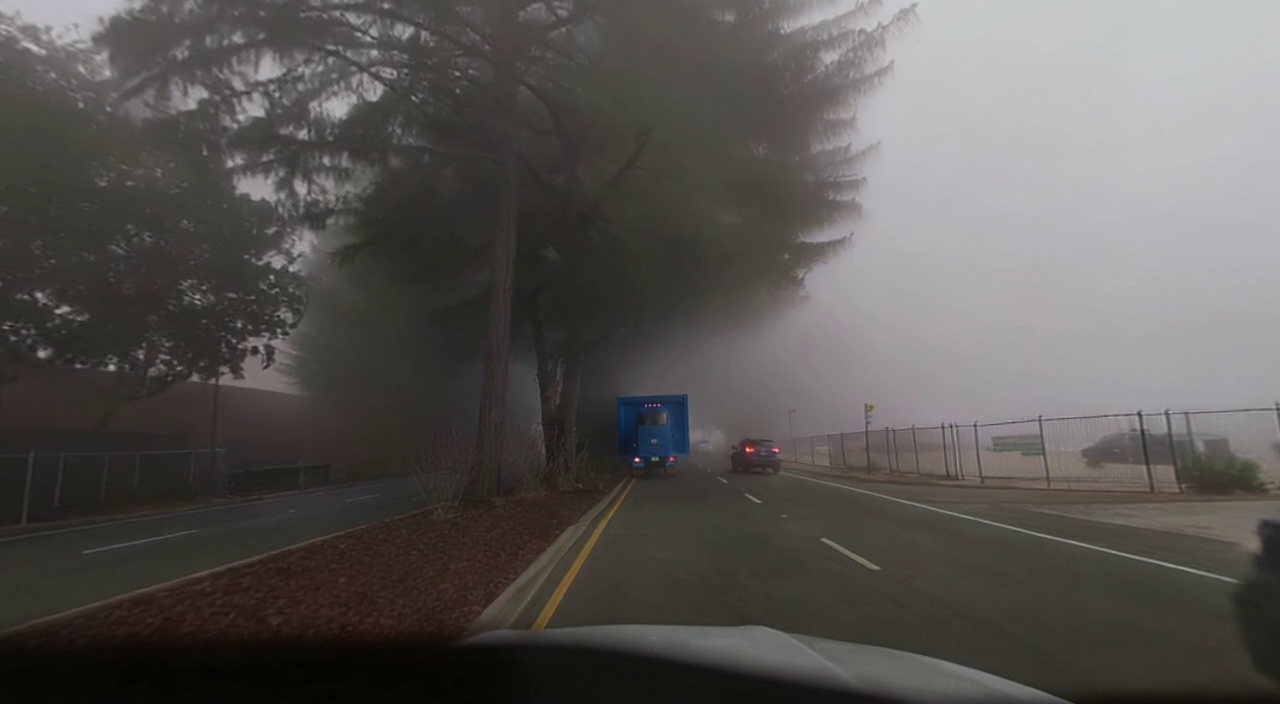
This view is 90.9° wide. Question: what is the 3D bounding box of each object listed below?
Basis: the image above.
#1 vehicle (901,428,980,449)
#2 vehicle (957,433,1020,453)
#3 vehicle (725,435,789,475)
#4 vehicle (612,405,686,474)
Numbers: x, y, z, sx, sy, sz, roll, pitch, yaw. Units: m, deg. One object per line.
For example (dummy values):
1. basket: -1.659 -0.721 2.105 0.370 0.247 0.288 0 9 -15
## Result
1. vehicle: 22.792 6.590 47.985 4.995 1.543 1.899 0 -9 1
2. vehicle: 23.315 6.095 42.183 3.251 1.321 1.555 -1 -9 0
3. vehicle: 5.190 4.622 28.595 2.076 1.661 4.524 0 -8 0
4. vehicle: 0.526 4.300 30.961 3.197 2.963 7.055 0 -8 2
